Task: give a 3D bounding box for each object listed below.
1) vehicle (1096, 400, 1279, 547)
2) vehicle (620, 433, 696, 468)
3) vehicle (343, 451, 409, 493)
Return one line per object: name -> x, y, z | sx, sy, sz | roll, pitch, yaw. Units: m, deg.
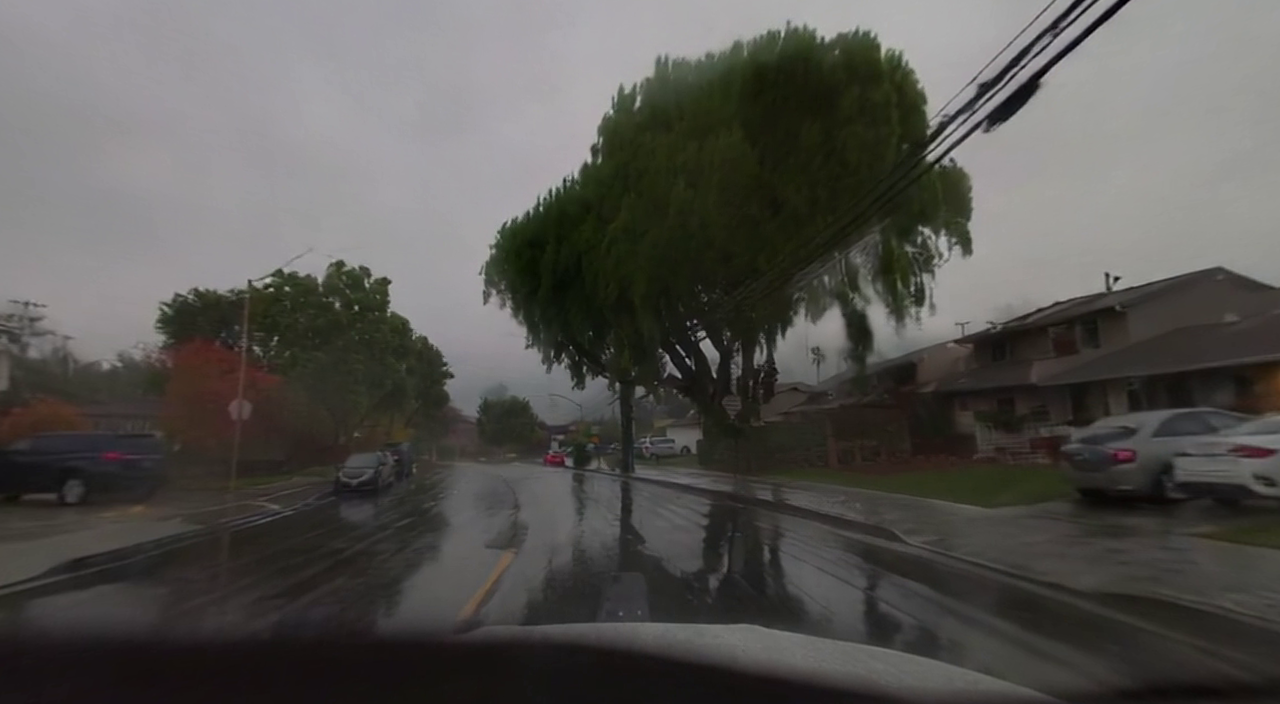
vehicle -> 9.501, 1.428, 8.602 | 4.666, 1.655, 2.169 | -7, -9, 6
vehicle -> 1.252, 6.817, 43.867 | 5.011, 1.782, 2.115 | -6, -6, 1
vehicle -> -10.851, 4.919, 26.262 | 1.902, 1.434, 4.313 | 0, -8, -14
